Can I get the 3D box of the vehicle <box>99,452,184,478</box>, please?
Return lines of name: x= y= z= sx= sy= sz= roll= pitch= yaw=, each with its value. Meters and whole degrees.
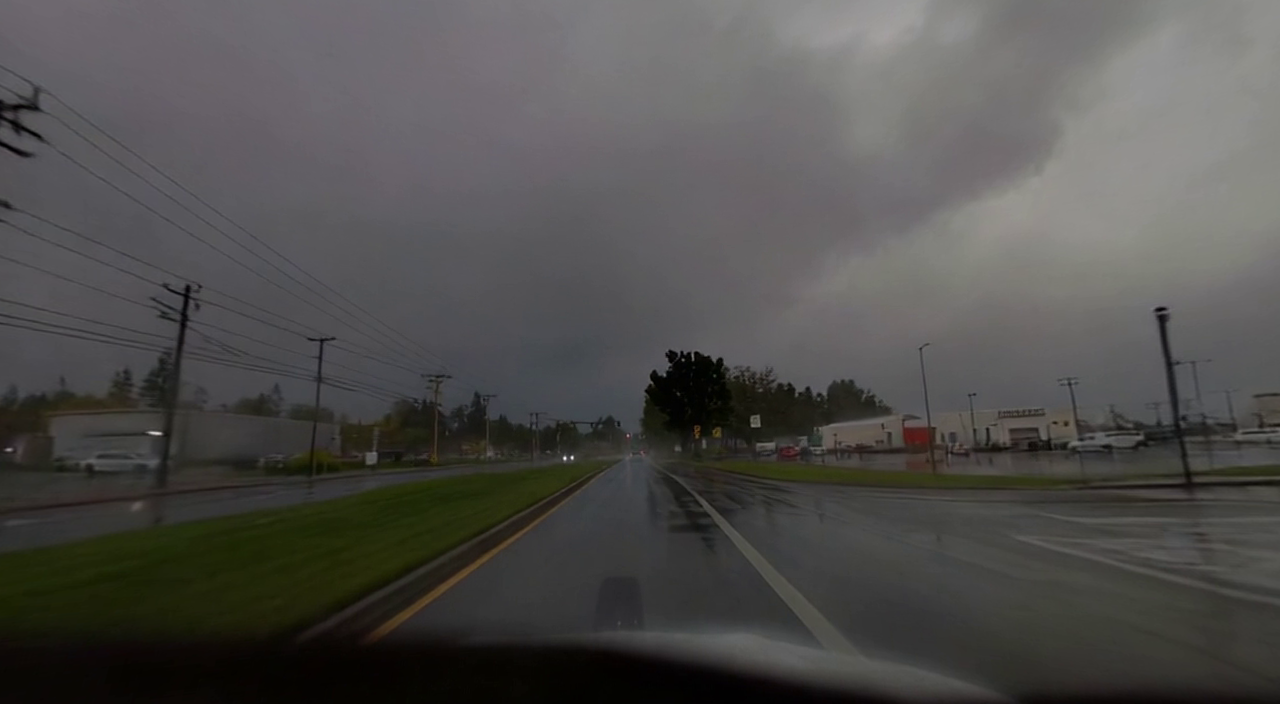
vehicle: x=-32.713 y=7.401 z=41.595 sx=3.976 sy=1.504 sz=1.896 roll=-2 pitch=-7 yaw=1

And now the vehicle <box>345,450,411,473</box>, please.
vehicle: x=-20.181 y=8.444 z=48.779 sx=4.303 sy=1.409 sz=1.862 roll=-3 pitch=-6 yaw=2
